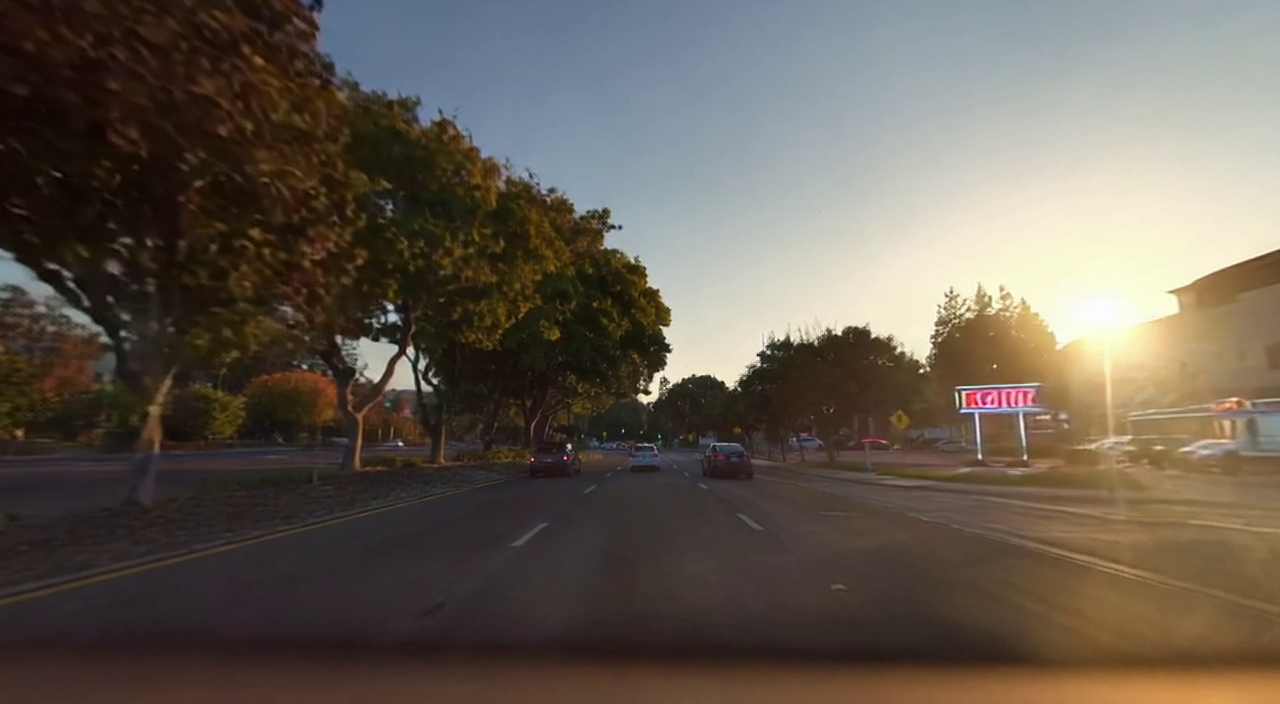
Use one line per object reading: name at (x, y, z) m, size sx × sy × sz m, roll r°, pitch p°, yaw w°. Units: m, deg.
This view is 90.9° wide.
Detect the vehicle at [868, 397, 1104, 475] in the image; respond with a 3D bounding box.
vehicle at (14.838, 3.734, 27.685) m, size 8.343 × 3.028 × 3.002 m, roll -2°, pitch -9°, yaw 3°

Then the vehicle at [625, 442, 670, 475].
vehicle at (0.335, 5.182, 30.847) m, size 2.059 × 1.477 × 4.216 m, roll 0°, pitch -8°, yaw 0°

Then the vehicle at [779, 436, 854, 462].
vehicle at (13.726, 7.543, 49.180) m, size 5.144 × 1.834 × 2.188 m, roll -2°, pitch -8°, yaw 2°

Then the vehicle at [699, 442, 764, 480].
vehicle at (3.769, 4.557, 26.685) m, size 2.012 × 1.462 × 4.400 m, roll 0°, pitch -8°, yaw -1°

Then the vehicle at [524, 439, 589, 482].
vehicle at (-3.329, 4.407, 25.923) m, size 1.995 × 1.607 × 4.086 m, roll 0°, pitch -8°, yaw 1°
